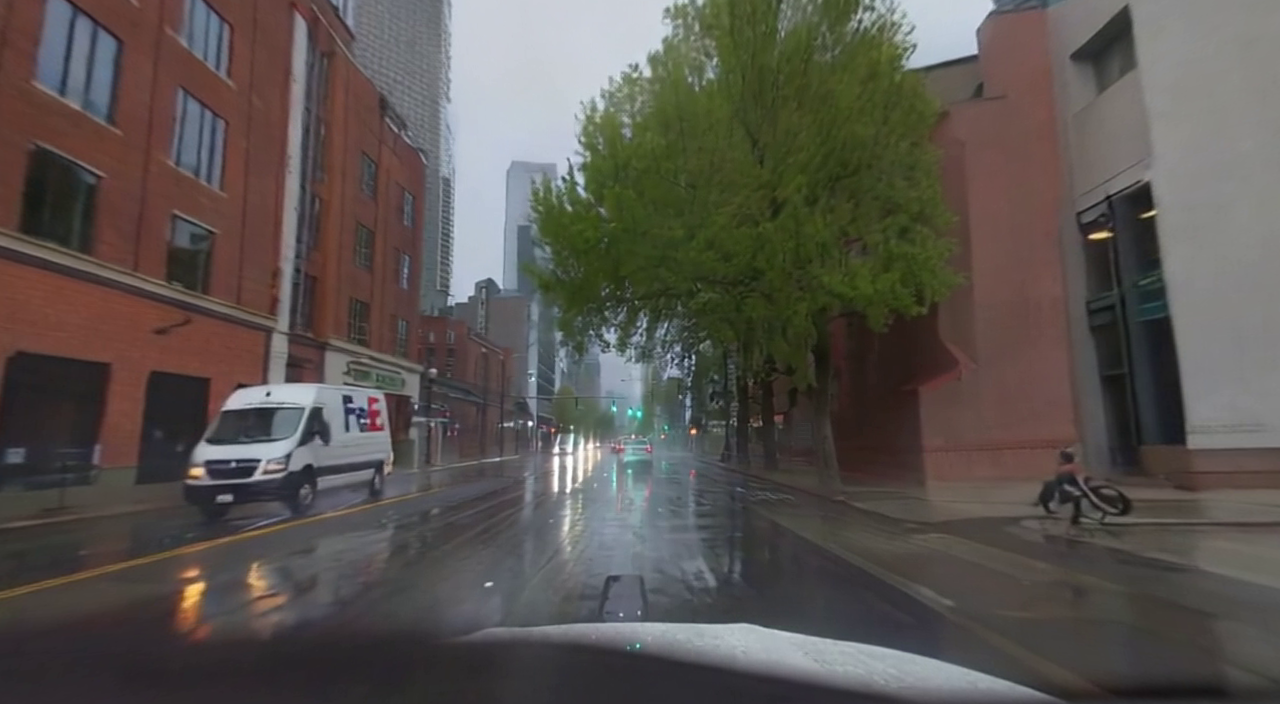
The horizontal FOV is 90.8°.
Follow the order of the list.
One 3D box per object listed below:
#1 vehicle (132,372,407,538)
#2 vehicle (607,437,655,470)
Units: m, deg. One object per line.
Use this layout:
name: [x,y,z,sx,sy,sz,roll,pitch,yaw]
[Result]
vehicle: [-6.971,2.025,12.995,2.418,2.620,5.522,-1,-8,-2]
vehicle: [-0.568,5.377,33.645,2.356,1.572,4.810,0,-8,-4]
